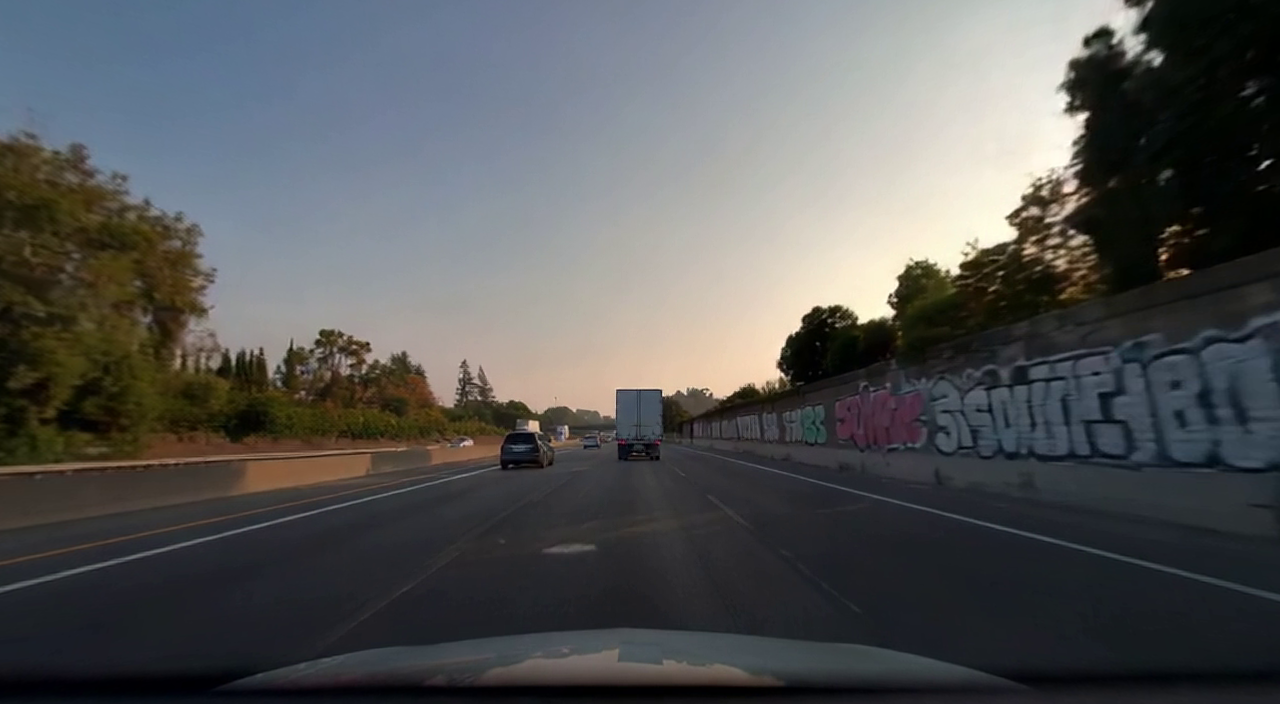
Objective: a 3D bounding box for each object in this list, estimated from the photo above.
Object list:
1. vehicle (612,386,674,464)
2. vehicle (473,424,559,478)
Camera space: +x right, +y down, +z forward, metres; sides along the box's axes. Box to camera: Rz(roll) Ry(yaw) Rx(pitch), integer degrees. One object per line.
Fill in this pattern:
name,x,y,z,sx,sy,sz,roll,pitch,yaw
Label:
vehicle,0.043,4.077,34.578,2.927,3.649,9.443,0,-8,-1
vehicle,-4.091,3.321,21.487,2.058,1.645,4.130,0,-8,0
